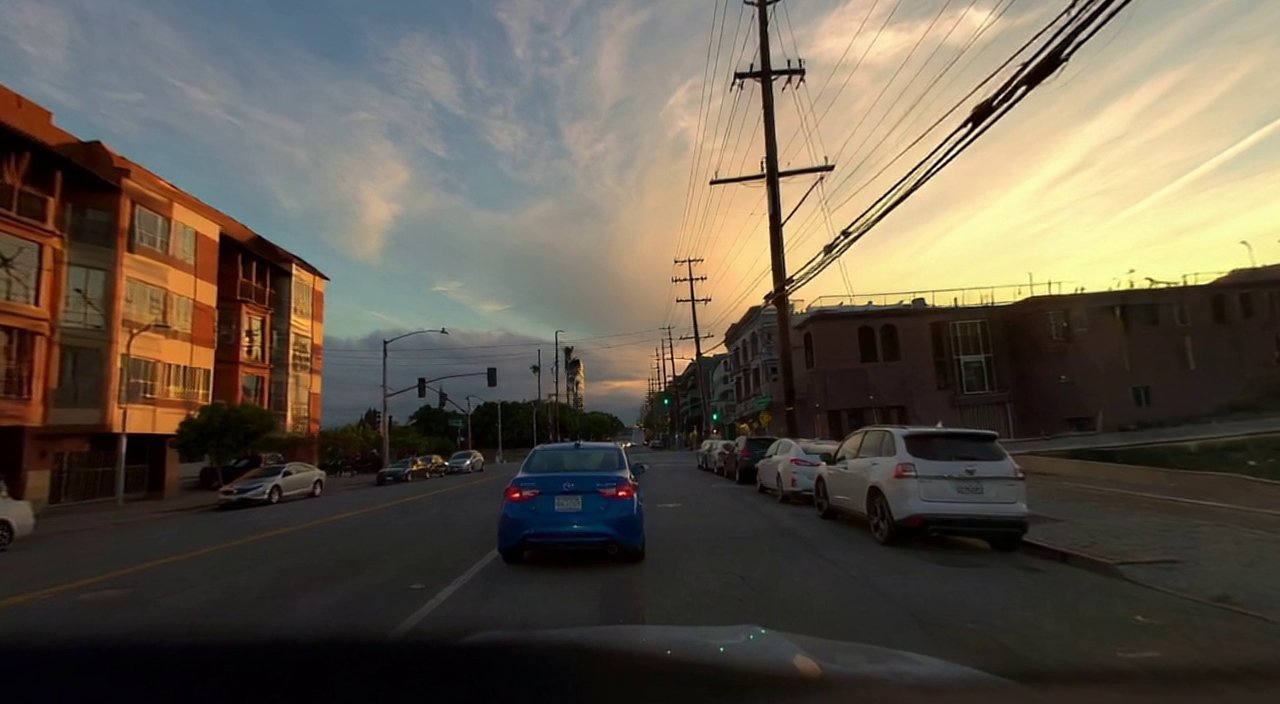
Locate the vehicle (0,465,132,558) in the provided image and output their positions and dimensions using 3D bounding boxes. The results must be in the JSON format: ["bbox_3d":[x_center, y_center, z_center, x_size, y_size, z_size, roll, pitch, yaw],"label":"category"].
[{"bbox_3d":[-11.913,2.909,11.300,1.850,1.487,4.711,-3,-8,-1],"label":"vehicle"}]

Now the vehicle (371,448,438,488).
[{"bbox_3d":[-11.921,5.866,32.237,2.011,1.687,4.079,-5,-8,-3],"label":"vehicle"}]

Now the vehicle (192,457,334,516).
[{"bbox_3d":[-11.888,4.217,20.338,1.868,1.491,4.367,-3,-8,0],"label":"vehicle"}]

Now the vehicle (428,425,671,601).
[{"bbox_3d":[-0.752,1.691,7.636,2.019,1.453,4.603,0,-8,0],"label":"vehicle"}]

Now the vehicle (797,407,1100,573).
[{"bbox_3d":[3.790,1.768,8.890,1.967,1.721,4.410,0,-8,-1],"label":"vehicle"}]
